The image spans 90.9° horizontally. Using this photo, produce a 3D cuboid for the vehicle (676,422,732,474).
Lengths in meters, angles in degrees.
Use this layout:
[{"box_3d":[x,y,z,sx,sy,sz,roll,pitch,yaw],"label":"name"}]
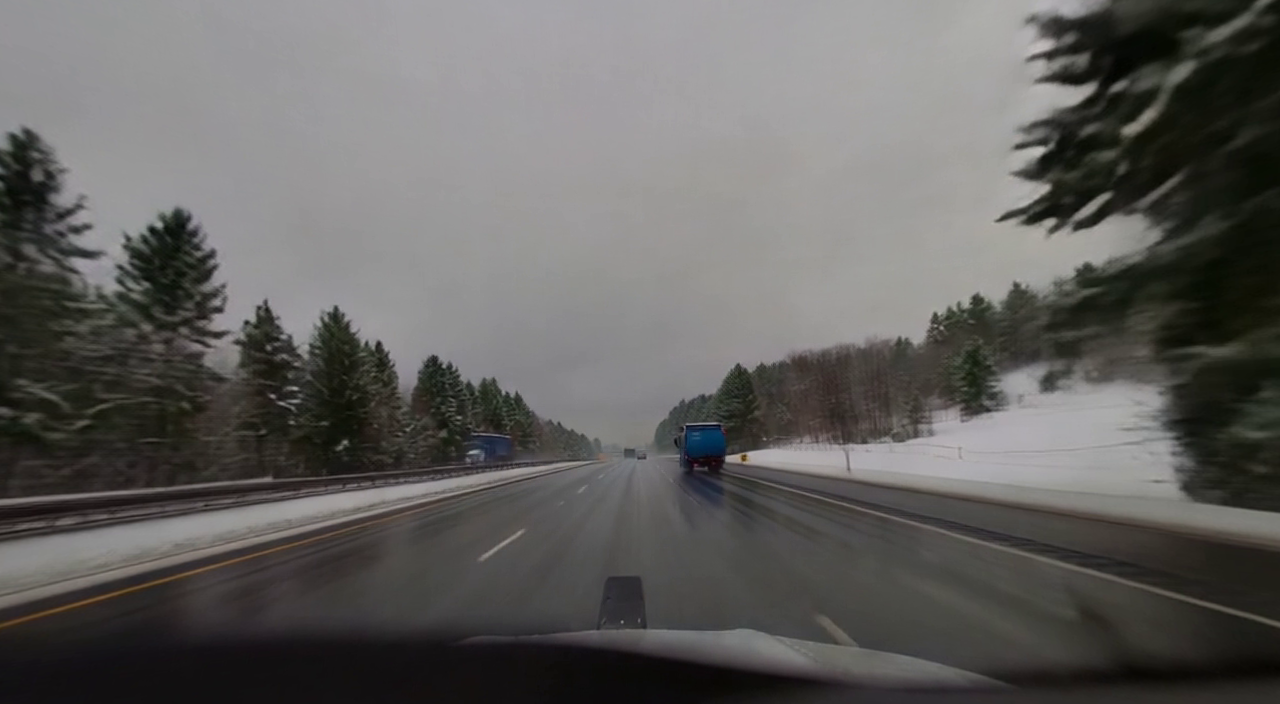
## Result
[{"box_3d":[3.631,5.724,37.361,2.572,2.795,5.978,0,-9,-1],"label":"vehicle"}]
